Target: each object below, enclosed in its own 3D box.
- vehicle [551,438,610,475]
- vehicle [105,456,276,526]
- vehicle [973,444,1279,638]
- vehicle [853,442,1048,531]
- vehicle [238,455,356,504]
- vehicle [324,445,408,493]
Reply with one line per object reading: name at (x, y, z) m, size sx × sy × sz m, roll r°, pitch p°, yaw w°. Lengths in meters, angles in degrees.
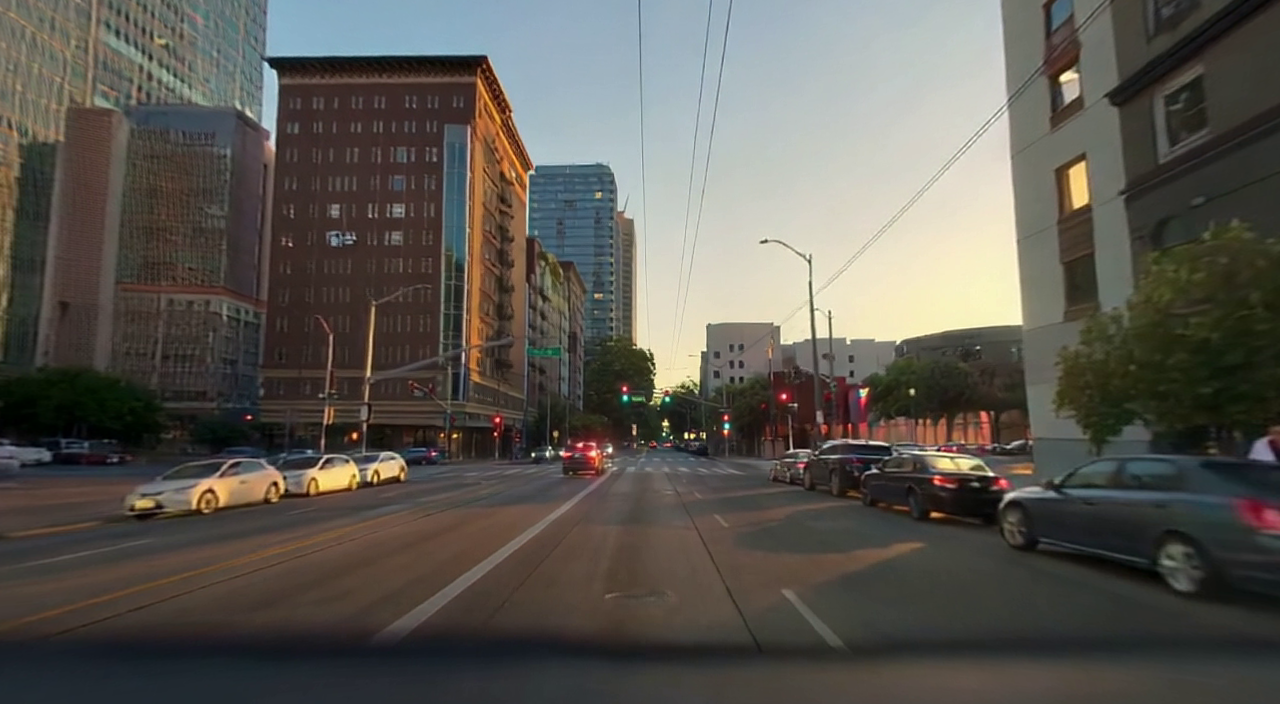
vehicle at (-2.564, 4.624, 28.219) m, size 2.014 × 1.480 × 4.780 m, roll 0°, pitch -8°, yaw 2°
vehicle at (-12.190, 3.734, 17.485) m, size 1.845 × 1.493 × 4.107 m, roll -4°, pitch -8°, yaw -2°
vehicle at (5.885, 1.758, 6.959) m, size 1.967 × 1.460 × 4.558 m, roll 0°, pitch -8°, yaw 1°
vehicle at (5.962, 2.582, 12.830) m, size 1.760 × 1.471 × 4.453 m, roll 0°, pitch -8°, yaw 1°
vehicle at (-12.133, 4.500, 22.708) m, size 1.808 × 1.475 × 4.550 m, roll 0°, pitch -8°, yaw -2°
vehicle at (-12.086, 5.129, 28.103) m, size 1.890 × 1.781 × 4.331 m, roll -5°, pitch -8°, yaw -2°
